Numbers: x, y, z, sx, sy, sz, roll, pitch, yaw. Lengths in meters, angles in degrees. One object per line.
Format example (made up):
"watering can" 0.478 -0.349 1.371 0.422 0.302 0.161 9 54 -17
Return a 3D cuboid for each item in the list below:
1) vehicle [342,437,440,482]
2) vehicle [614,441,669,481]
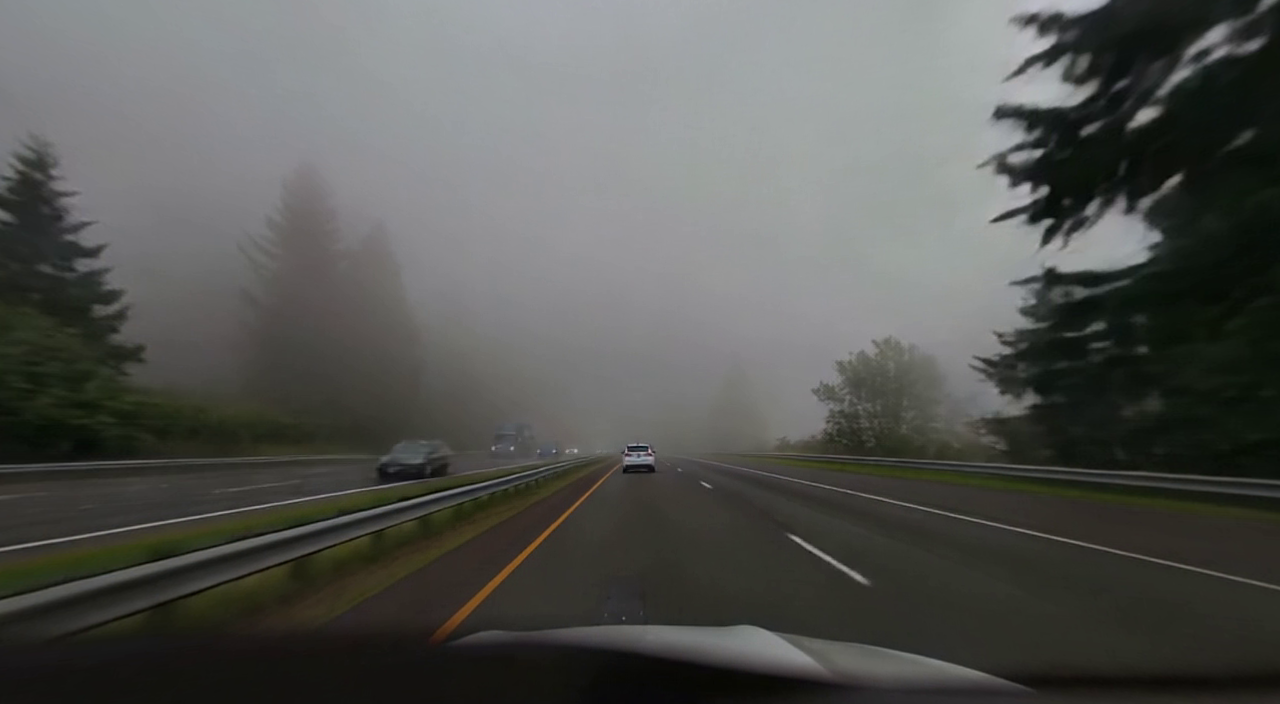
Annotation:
"vehicle" -9.034 3.906 23.267 1.854 1.486 4.342 0 -8 0
"vehicle" 0.040 4.498 26.384 2.114 1.523 4.012 0 -8 0
